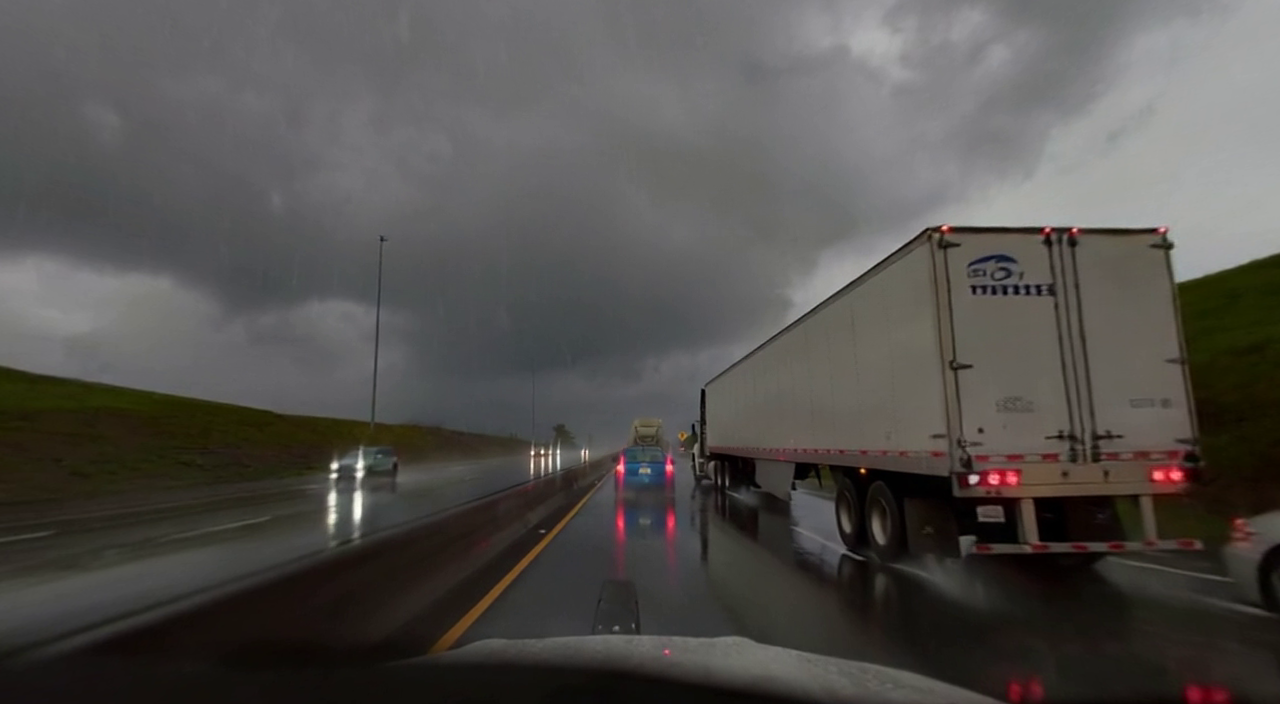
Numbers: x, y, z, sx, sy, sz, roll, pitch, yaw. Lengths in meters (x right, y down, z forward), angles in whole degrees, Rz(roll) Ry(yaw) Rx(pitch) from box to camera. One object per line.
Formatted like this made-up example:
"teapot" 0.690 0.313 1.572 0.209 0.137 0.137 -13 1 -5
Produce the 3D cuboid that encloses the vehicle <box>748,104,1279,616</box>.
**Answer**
"vehicle" 4.527 0.598 10.117 3.235 4.197 9.908 0 -8 -3

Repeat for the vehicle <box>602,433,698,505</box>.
"vehicle" 0.209 2.779 15.450 2.045 1.507 3.763 -1 -8 0

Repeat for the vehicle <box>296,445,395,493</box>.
"vehicle" -11.760 4.658 25.487 1.988 1.727 4.217 -1 -8 0
